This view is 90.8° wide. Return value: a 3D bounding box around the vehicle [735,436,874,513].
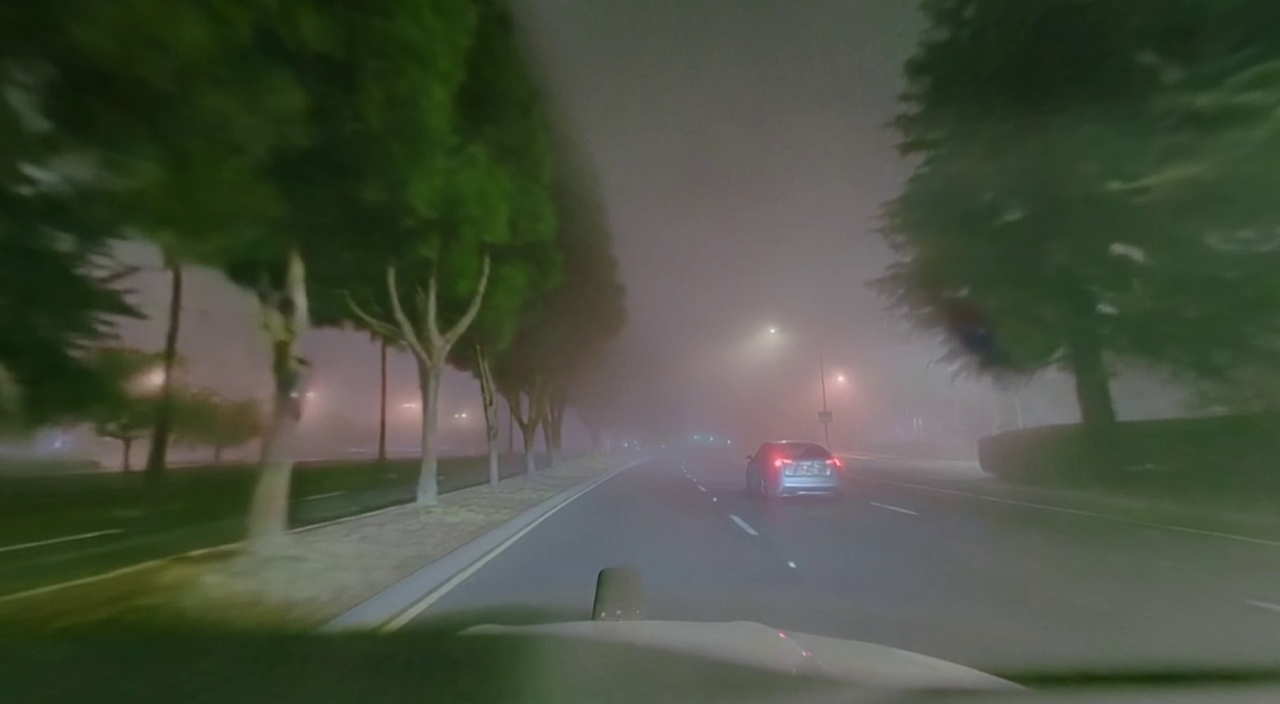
[{"bbox_3d":[3.553,2.722,14.604,1.928,1.481,4.453,0,-8,-1],"label":"vehicle"}]
